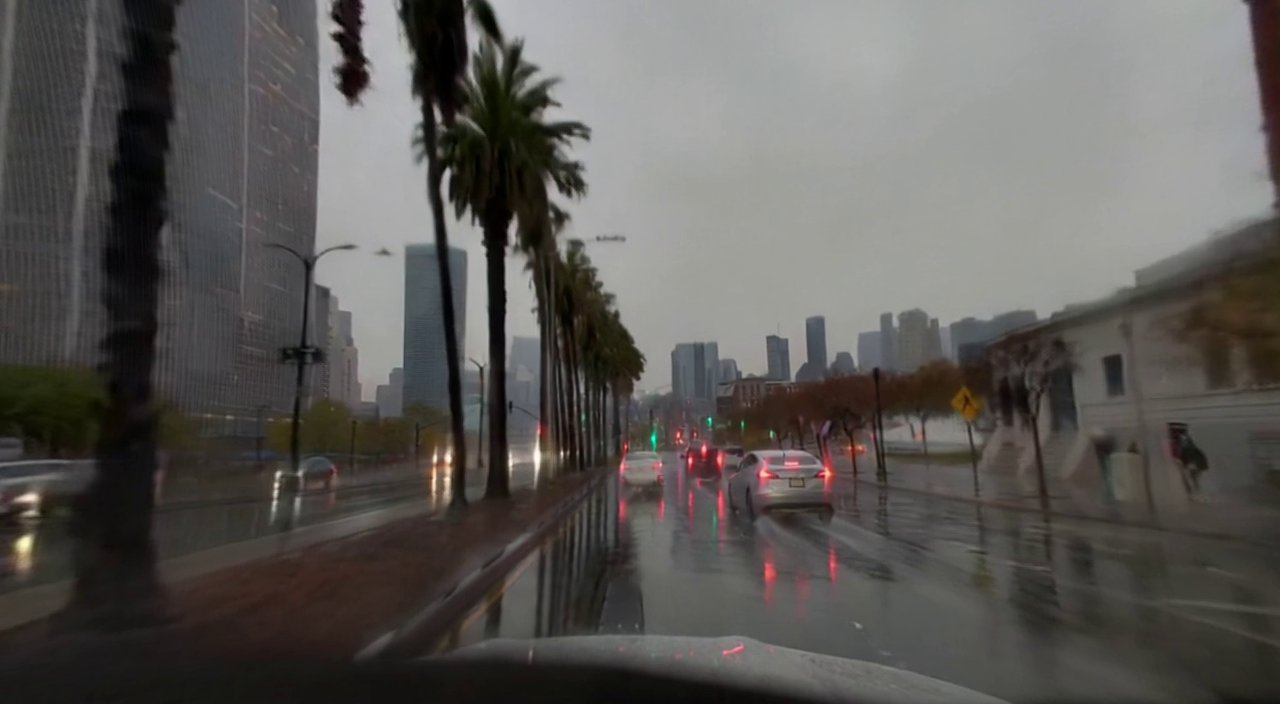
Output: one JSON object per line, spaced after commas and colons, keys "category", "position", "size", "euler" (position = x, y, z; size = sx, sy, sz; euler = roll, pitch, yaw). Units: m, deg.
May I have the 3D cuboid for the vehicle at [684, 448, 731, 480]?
{"category": "vehicle", "position": [3.366, 5.659, 32.021], "size": [2.115, 1.500, 3.524], "euler": [0, -9, 2]}

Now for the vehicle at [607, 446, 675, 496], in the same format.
{"category": "vehicle", "position": [0.079, 3.958, 21.266], "size": [2.077, 1.518, 3.760], "euler": [0, -9, 2]}

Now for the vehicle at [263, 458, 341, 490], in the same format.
{"category": "vehicle", "position": [-18.102, 6.516, 33.896], "size": [1.887, 1.569, 4.014], "euler": [0, -9, 1]}

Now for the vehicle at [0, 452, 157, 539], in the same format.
{"category": "vehicle", "position": [-14.740, 3.367, 15.294], "size": [2.104, 1.802, 4.852], "euler": [0, -9, 0]}

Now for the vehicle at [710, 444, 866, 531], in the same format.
{"category": "vehicle", "position": [2.894, 2.773, 13.625], "size": [2.051, 1.509, 4.933], "euler": [0, -9, -1]}
